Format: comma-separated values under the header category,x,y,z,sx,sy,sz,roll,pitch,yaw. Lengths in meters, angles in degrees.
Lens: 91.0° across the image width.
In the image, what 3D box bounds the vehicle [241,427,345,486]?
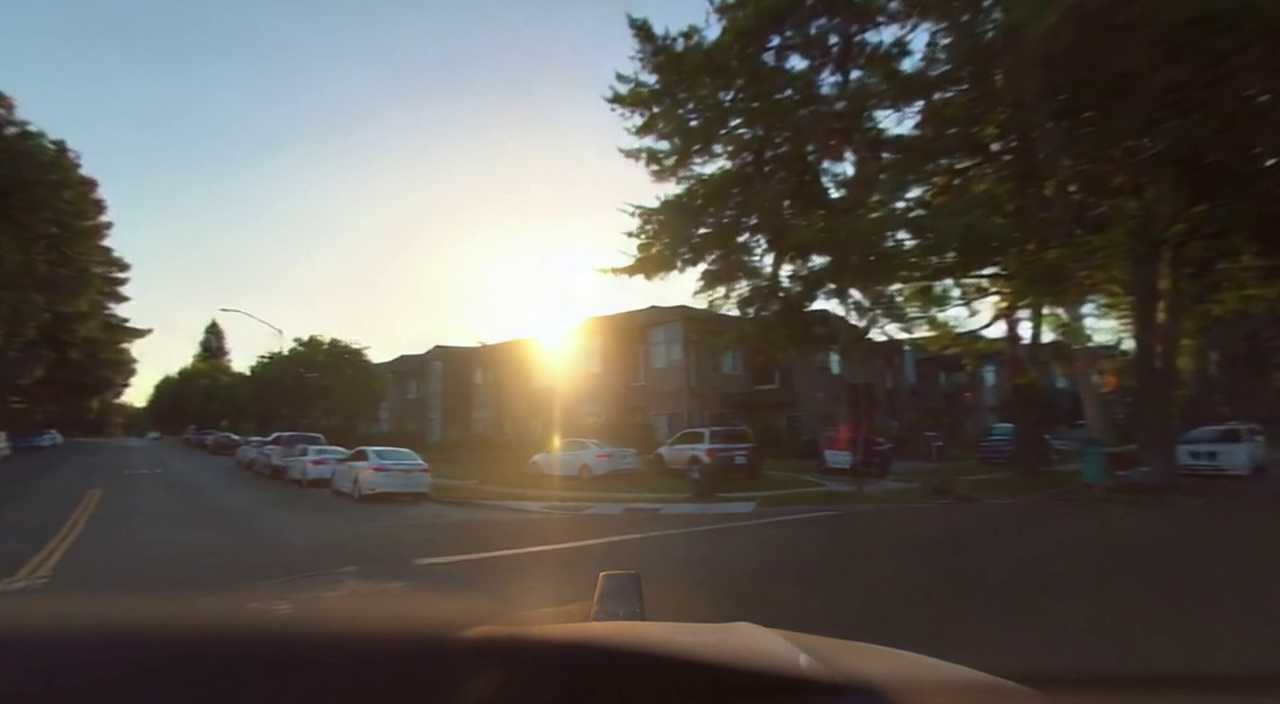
category,x,y,z,sx,sy,sz,roll,pitch,yaw
vehicle,-13.698,4.023,24.631,2.365,1.970,6.011,6,-11,-39

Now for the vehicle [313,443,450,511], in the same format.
category,x,y,z,sx,sy,sz,roll,pitch,yaw
vehicle,-6.693,3.037,15.971,1.977,1.410,4.744,6,-10,-37

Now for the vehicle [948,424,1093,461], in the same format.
category,x,y,z,sx,sy,sz,roll,pitch,yaw
vehicle,16.574,3.996,27.697,1.802,1.480,5.079,6,-10,-39

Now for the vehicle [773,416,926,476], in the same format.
category,x,y,z,sx,sy,sz,roll,pitch,yaw
vehicle,6.202,2.745,18.461,4.413,1.549,1.918,5,-10,-34

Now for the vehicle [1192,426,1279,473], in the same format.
category,x,y,z,sx,sy,sz,roll,pitch,yaw
vehicle,20.804,3.315,21.626,4.076,1.454,2.009,7,-11,-39

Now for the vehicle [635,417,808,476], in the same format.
category,x,y,z,sx,sy,sz,roll,pitch,yaw
vehicle,2.566,2.814,18.906,5.312,1.533,2.104,7,-11,-40

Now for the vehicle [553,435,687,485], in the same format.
category,x,y,z,sx,sy,sz,roll,pitch,yaw
vehicle,-0.573,3.373,20.012,3.821,1.417,2.061,7,-11,-41
